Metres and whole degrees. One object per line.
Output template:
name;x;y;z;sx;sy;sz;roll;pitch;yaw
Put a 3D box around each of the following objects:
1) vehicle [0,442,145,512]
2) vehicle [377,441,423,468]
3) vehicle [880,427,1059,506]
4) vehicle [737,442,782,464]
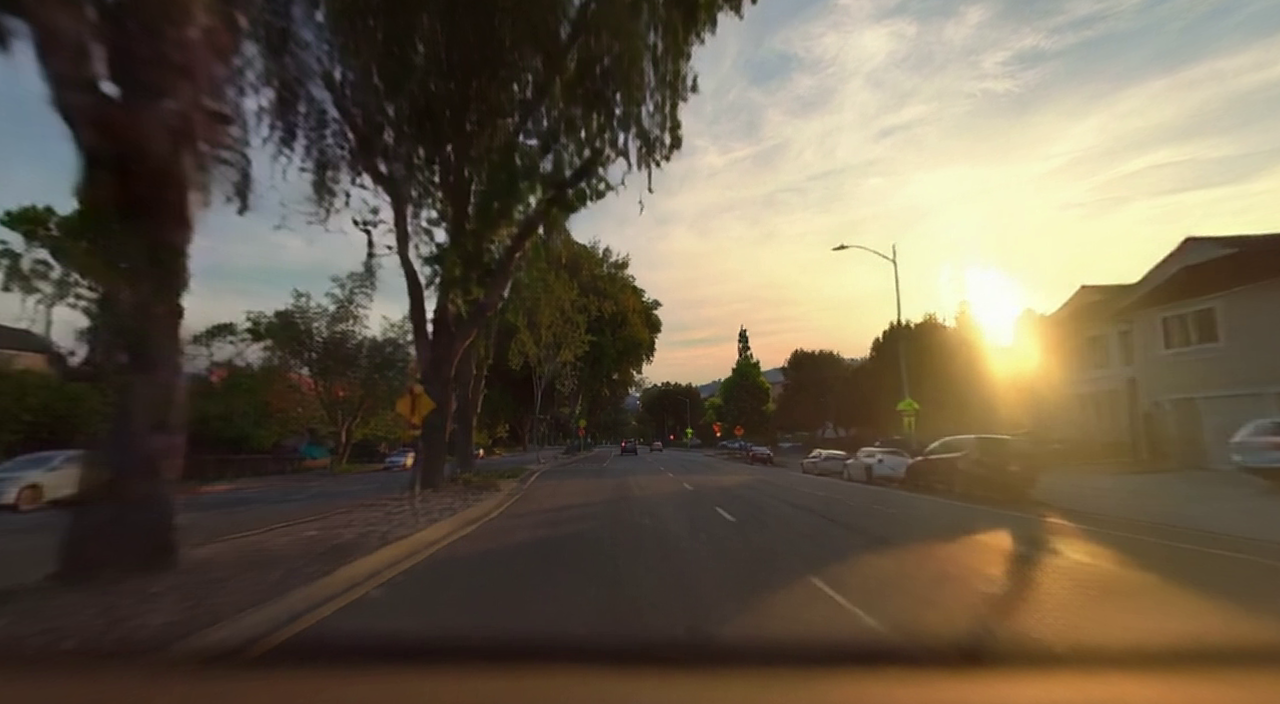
vehicle;-17.947;3.688;19.026;2.016;1.755;5.389;-3;-8;-3
vehicle;-18.863;8.025;49.851;1.994;1.874;4.502;-3;-8;-1
vehicle;8.638;3.037;17.257;2.100;1.821;4.991;0;-8;-1
vehicle;8.230;6.988;43.830;1.925;1.454;4.493;0;-8;-5
